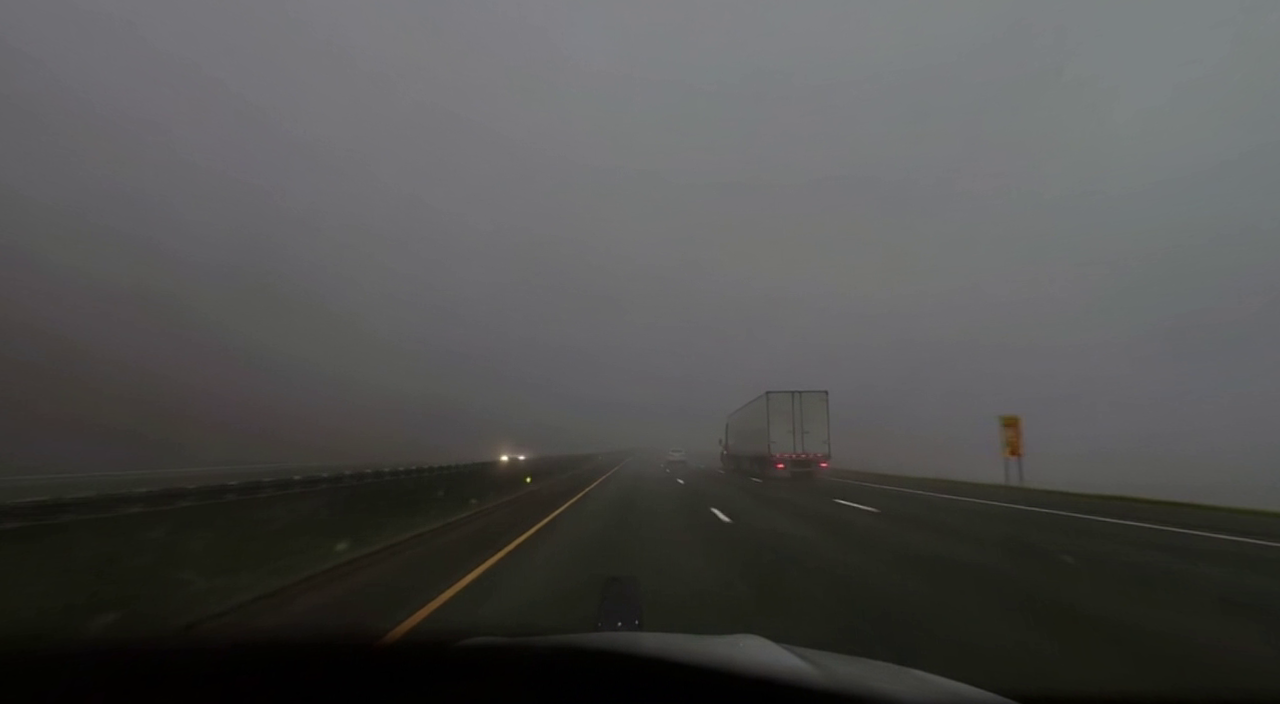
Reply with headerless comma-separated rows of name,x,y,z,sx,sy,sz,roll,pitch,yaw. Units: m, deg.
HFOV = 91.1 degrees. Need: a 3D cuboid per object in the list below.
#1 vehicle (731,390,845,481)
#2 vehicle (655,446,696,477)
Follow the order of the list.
vehicle,7.658,4.794,35.240,2.907,4.042,13.858,0,-9,0
vehicle,1.885,5.964,34.335,2.024,1.579,3.707,-1,-9,1
